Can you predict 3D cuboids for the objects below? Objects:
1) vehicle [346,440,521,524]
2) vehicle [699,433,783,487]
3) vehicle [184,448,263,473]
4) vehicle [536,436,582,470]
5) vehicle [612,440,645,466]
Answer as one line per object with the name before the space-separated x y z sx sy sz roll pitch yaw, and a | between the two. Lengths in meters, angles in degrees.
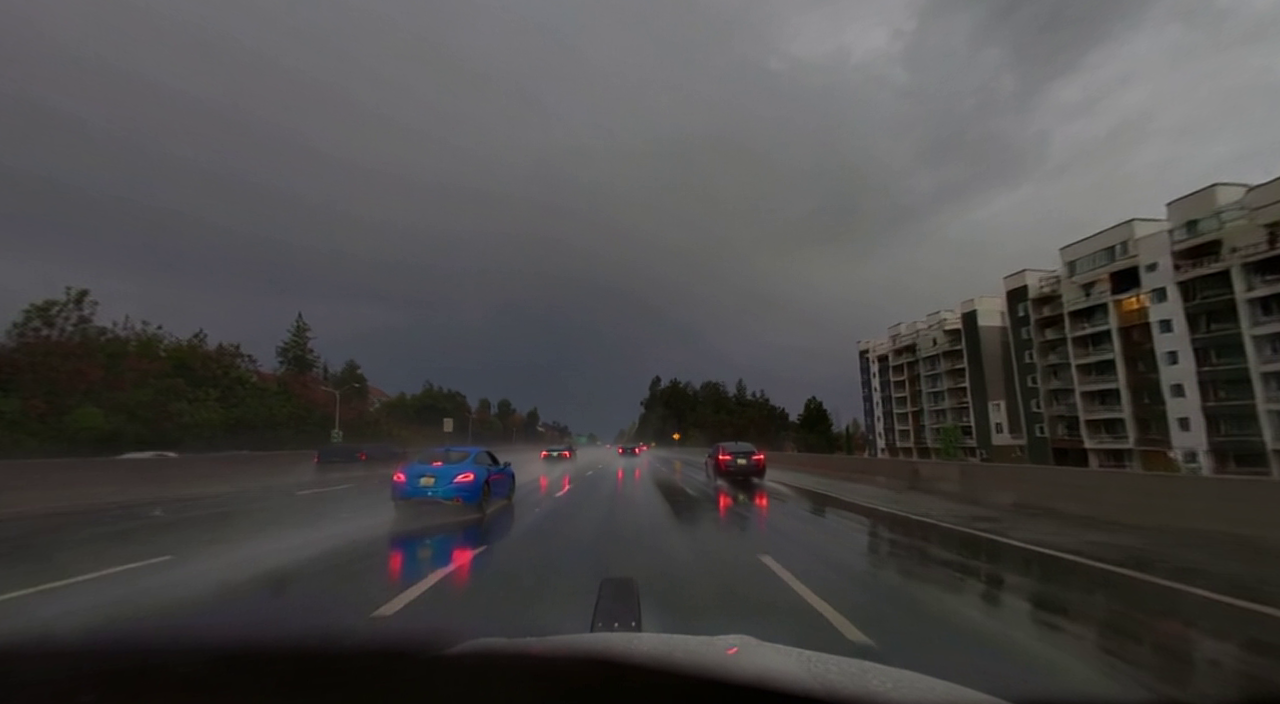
vehicle | -3.988 2.578 13.191 2.124 1.426 4.444 0 -8 0
vehicle | 3.352 3.684 21.918 2.061 1.658 4.417 0 -8 -2
vehicle | -26.159 6.781 39.869 1.816 1.457 4.598 0 -8 0
vehicle | -4.481 5.655 35.467 2.044 1.774 4.329 0 -8 -1
vehicle | -0.741 6.633 41.712 2.053 1.650 3.945 0 -8 -1
